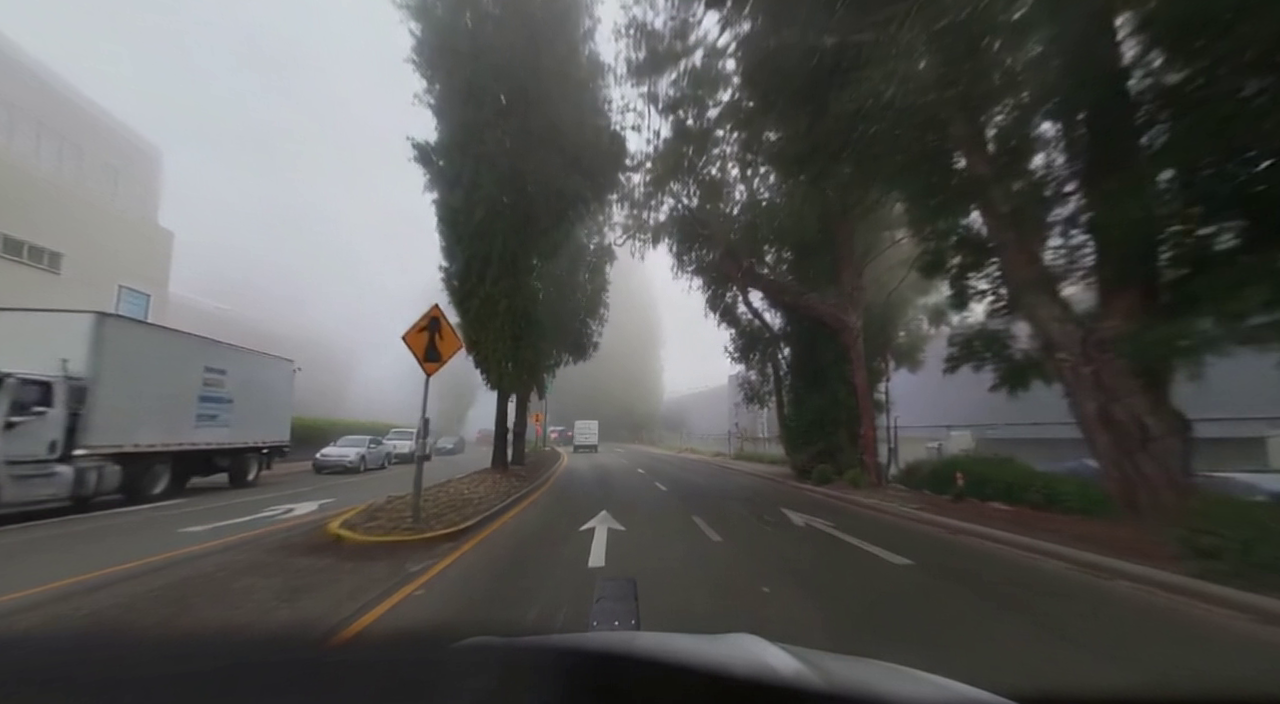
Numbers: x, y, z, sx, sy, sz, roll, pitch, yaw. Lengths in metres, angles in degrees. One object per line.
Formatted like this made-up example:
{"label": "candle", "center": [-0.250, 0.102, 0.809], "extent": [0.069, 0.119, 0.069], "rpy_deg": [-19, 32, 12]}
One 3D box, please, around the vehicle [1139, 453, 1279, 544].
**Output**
{"label": "vehicle", "center": [12.313, 2.752, 11.665], "extent": [4.495, 1.476, 1.773], "rpy_deg": [2, -8, 6]}

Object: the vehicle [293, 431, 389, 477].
{"label": "vehicle", "center": [-11.220, 3.837, 23.998], "extent": [1.926, 1.610, 4.079], "rpy_deg": [1, -8, -5]}

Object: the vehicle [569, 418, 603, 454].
{"label": "vehicle", "center": [-4.304, 6.636, 49.746], "extent": [2.276, 2.706, 5.232], "rpy_deg": [1, -8, -9]}

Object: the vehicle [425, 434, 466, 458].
{"label": "vehicle", "center": [-13.399, 6.468, 43.509], "extent": [1.897, 1.515, 3.986], "rpy_deg": [1, -8, -6]}

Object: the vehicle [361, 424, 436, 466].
{"label": "vehicle", "center": [-12.021, 4.658, 31.746], "extent": [2.198, 1.916, 5.296], "rpy_deg": [1, -8, -6]}

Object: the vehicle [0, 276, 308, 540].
{"label": "vehicle", "center": [-10.520, 1.342, 12.719], "extent": [3.012, 3.547, 9.604], "rpy_deg": [1, -8, -4]}
